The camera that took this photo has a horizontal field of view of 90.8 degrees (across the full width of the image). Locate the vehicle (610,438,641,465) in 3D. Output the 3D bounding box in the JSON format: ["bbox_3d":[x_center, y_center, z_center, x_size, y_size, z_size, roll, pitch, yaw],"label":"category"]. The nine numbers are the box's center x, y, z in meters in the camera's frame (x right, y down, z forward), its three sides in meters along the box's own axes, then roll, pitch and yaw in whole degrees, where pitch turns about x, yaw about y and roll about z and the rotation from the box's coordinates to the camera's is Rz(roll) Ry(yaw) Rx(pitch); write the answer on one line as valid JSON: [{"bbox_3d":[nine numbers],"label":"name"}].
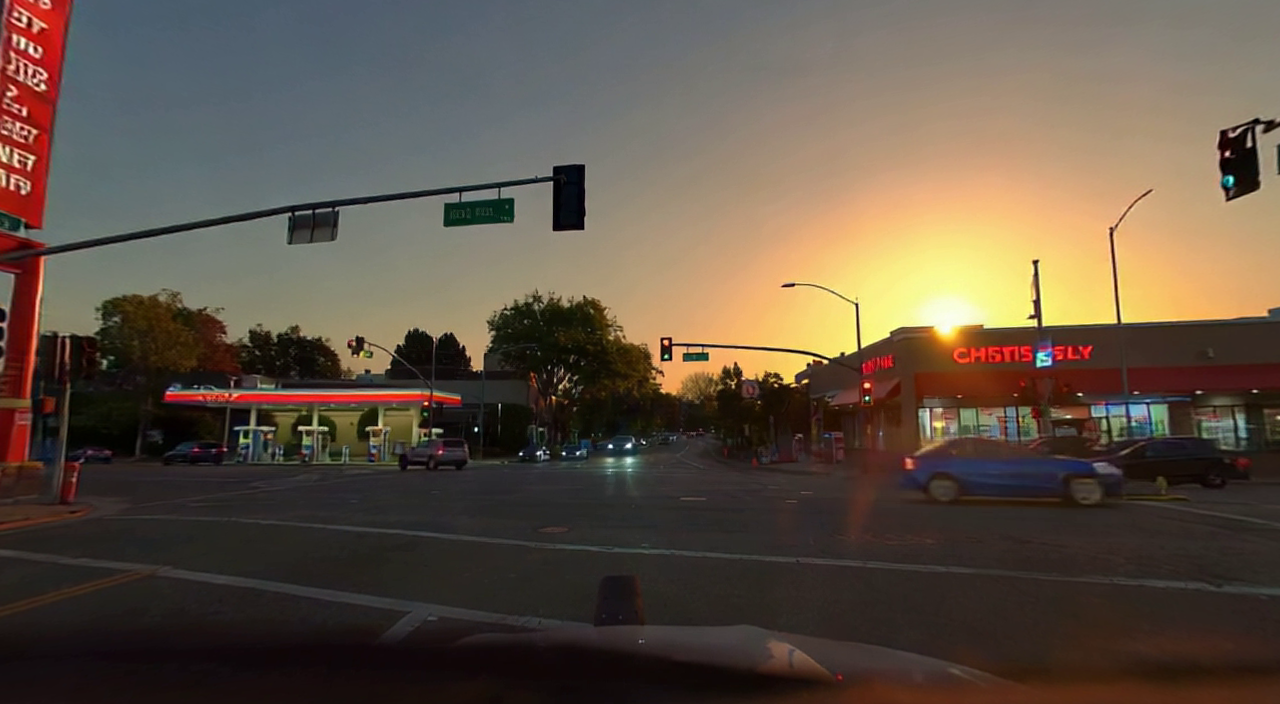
[{"bbox_3d":[-1.118,7.070,45.148,2.083,1.764,5.011,0,-8,-3],"label":"vehicle"}]

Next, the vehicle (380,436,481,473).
[{"bbox_3d":[-10.147,4.934,30.579,4.568,1.643,1.911,-5,-9,27],"label":"vehicle"}]

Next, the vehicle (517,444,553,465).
[{"bbox_3d":[-7.972,7.840,48.322,2.079,1.491,4.045,0,-8,0],"label":"vehicle"}]

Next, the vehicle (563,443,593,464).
[{"bbox_3d":[-4.592,7.587,47.330,2.003,1.481,4.091,0,-8,-3],"label":"vehicle"}]

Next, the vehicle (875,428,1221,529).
[{"bbox_3d":[6.829,2.142,11.202,4.670,1.458,1.959,-5,-10,28],"label":"vehicle"}]

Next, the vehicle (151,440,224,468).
[{"bbox_3d":[-29.184,6.549,40.715,4.562,1.676,1.819,-5,-10,27],"label":"vehicle"}]

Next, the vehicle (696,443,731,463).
[{"bbox_3d":[5.750,7.976,49.877,1.831,1.467,4.792,1,-8,-5],"label":"vehicle"}]
